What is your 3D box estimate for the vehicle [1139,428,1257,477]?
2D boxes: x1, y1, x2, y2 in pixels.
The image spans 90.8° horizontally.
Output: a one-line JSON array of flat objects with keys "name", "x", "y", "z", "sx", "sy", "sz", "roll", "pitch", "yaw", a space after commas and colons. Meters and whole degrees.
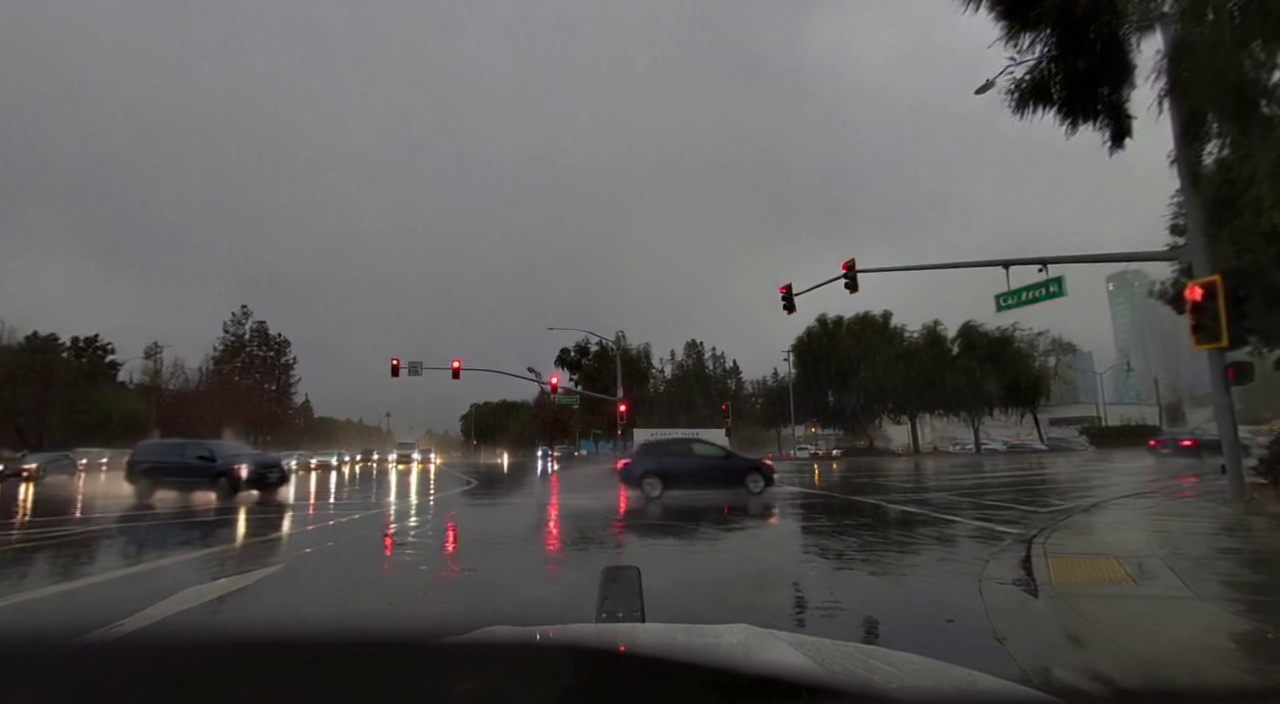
[{"name": "vehicle", "x": 20.434, "y": 3.656, "z": 23.100, "sx": 4.281, "sy": 1.621, "sz": 1.903, "roll": 5, "pitch": -10, "yaw": -31}]

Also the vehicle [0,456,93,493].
[{"name": "vehicle", "x": -31.185, "y": 6.261, "z": 32.640, "sx": 2.142, "sy": 1.723, "sz": 4.692, "roll": 1, "pitch": -9, "yaw": -9}]

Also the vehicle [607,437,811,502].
[{"name": "vehicle", "x": 1.569, "y": 2.874, "z": 15.696, "sx": 4.728, "sy": 1.471, "sz": 1.957, "roll": 0, "pitch": -9, "yaw": -4}]

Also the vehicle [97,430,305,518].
[{"name": "vehicle", "x": -11.630, "y": 3.099, "z": 16.611, "sx": 5.896, "sy": 1.937, "sz": 2.358, "roll": -6, "pitch": -10, "yaw": 33}]
